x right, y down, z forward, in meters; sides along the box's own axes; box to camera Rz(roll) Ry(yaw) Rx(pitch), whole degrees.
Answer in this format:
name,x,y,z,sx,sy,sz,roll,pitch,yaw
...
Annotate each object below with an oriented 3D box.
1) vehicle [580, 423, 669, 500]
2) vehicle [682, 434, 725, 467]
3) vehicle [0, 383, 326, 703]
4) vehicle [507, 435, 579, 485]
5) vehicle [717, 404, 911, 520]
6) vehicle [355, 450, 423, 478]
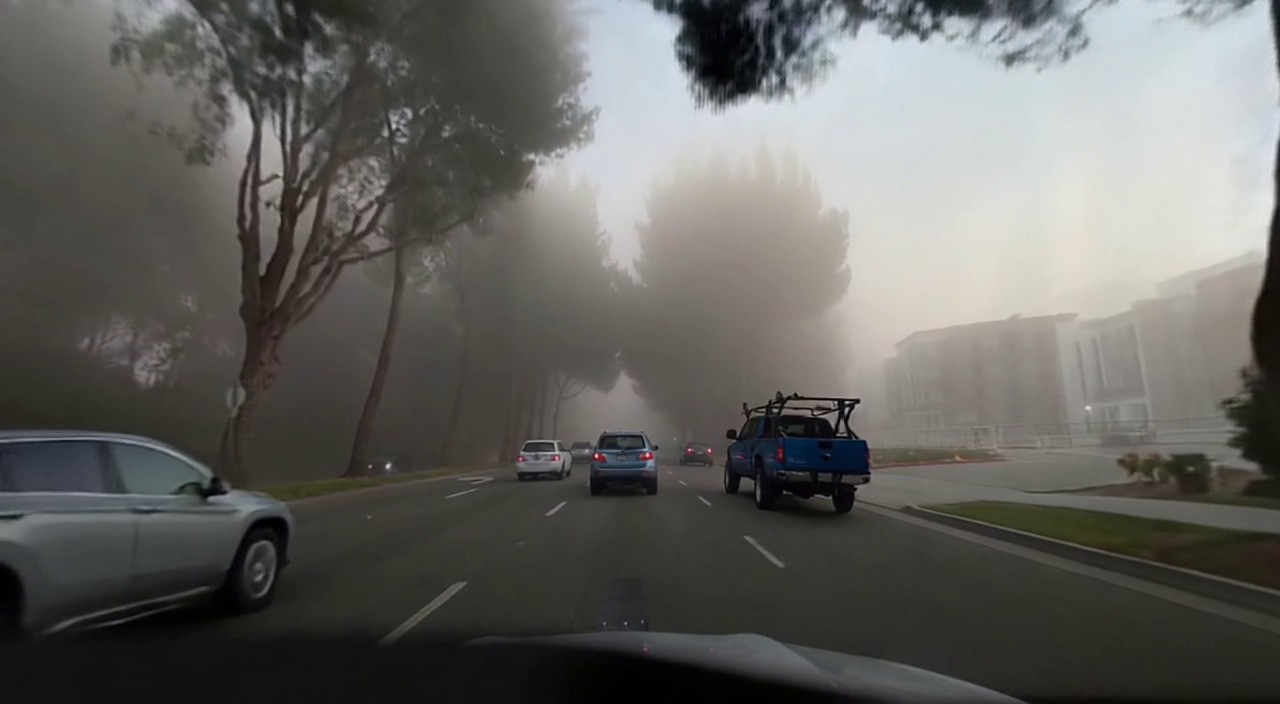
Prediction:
name,x,y,z,sx,sy,sz,roll,pitch,yaw
vehicle,-0.307,2.857,16.725,2.075,1.770,4.018,0,-9,1
vehicle,3.907,6.199,39.718,2.183,1.948,4.633,0,-9,-1
vehicle,-3.936,1.039,3.446,1.959,1.614,4.676,0,-9,1
vehicle,-3.400,3.861,22.830,1.894,1.642,3.861,0,-9,1
vehicle,3.471,2.417,14.314,2.655,2.054,6.098,0,-9,0
vehicle,-14.534,6.484,36.802,2.001,1.441,4.488,-1,-9,1
